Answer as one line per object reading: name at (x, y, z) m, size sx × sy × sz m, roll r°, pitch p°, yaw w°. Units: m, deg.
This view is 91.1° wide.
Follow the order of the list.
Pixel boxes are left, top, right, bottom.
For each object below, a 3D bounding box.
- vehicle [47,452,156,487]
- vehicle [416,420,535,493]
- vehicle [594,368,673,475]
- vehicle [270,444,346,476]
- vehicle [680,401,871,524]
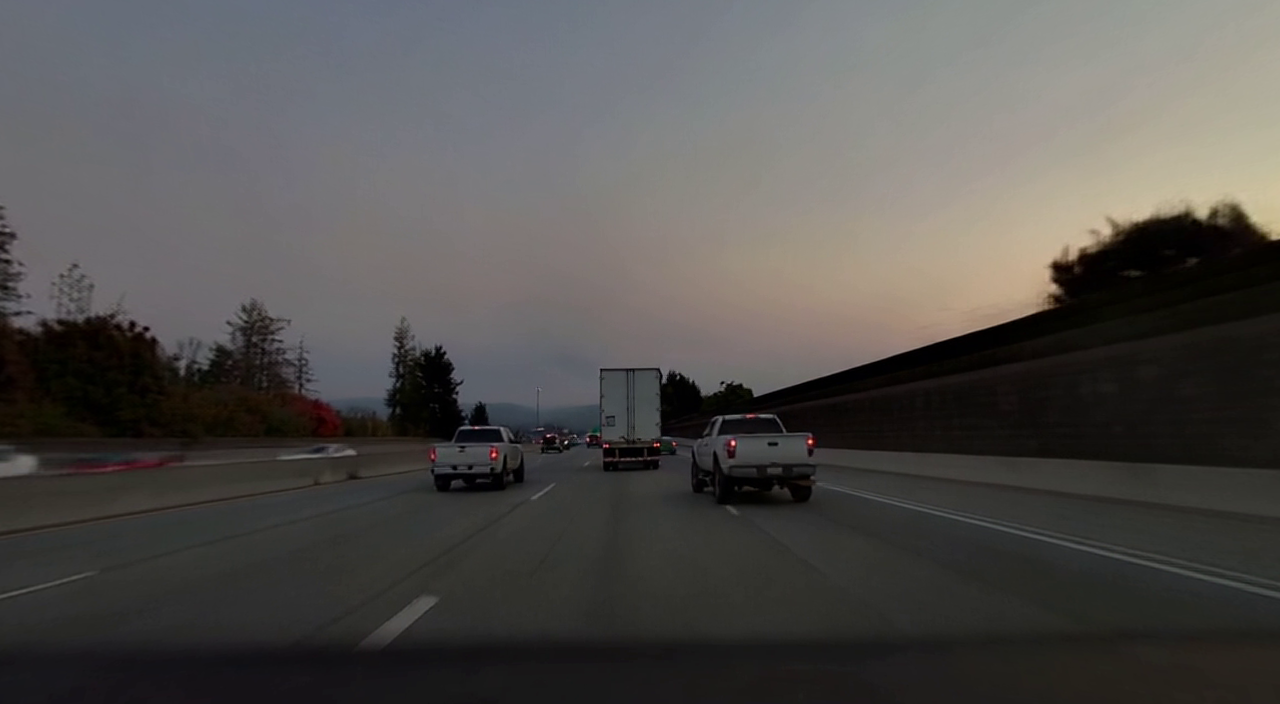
vehicle at (-28.092, 6.132, 33.015) m, size 1.863 × 1.577 × 4.445 m, roll 0°, pitch -8°, yaw -1°
vehicle at (-4.343, 2.833, 17.437) m, size 2.134 × 1.752 × 4.375 m, roll 0°, pitch -8°, yaw 0°
vehicle at (-0.566, 3.264, 28.452) m, size 2.904 × 3.915 × 10.473 m, roll 0°, pitch -8°, yaw -4°
vehicle at (-16.665, 5.422, 31.795) m, size 1.791 × 1.467 × 3.923 m, roll 0°, pitch -8°, yaw -2°
vehicle at (2.216, 1.992, 11.965) m, size 2.118 × 1.832 × 4.901 m, roll 1°, pitch -8°, yaw -5°
